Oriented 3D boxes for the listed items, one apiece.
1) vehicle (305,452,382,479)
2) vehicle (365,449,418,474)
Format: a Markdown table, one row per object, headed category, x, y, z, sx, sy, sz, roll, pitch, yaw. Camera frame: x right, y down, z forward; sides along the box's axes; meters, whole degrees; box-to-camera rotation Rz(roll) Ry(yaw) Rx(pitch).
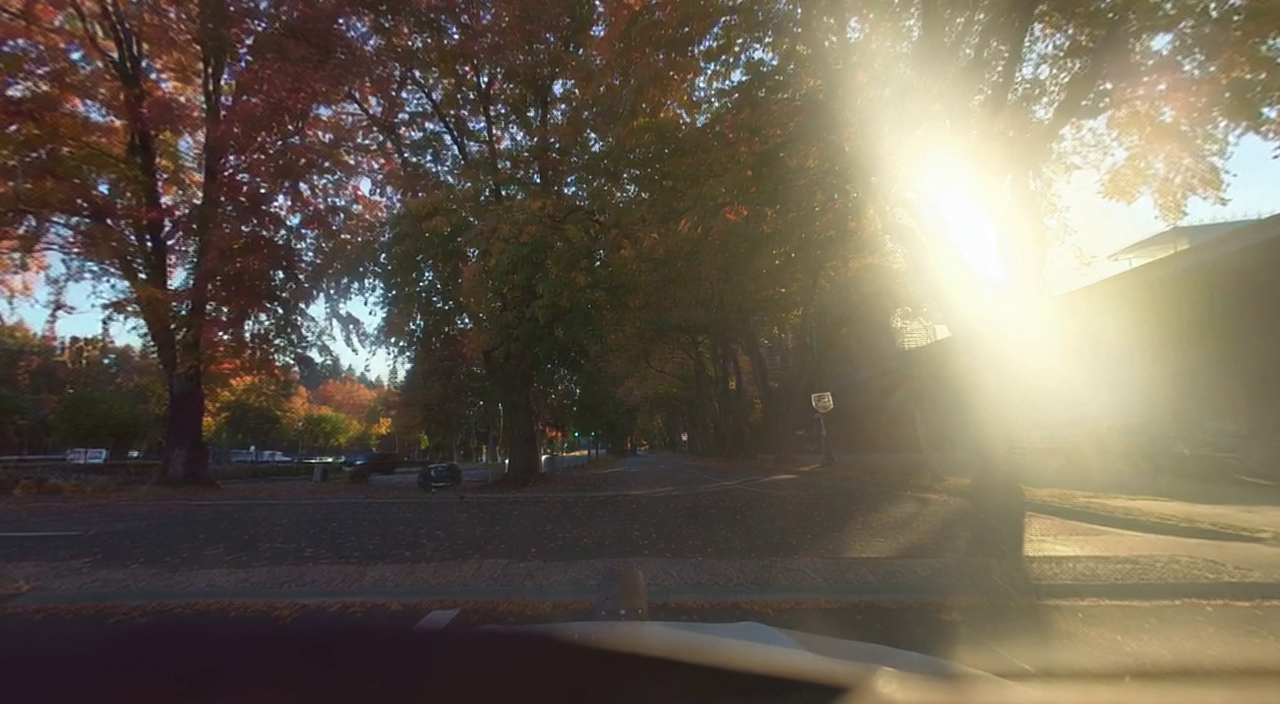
| category | x | y | z | sx | sy | sz | roll | pitch | yaw |
| --- | --- | --- | --- | --- | --- | --- | --- | --- | --- |
| vehicle | -19.589 | 7.460 | 41.782 | 1.907 | 1.644 | 4.410 | -3 | -9 | 21 |
| vehicle | -18.017 | 7.902 | 45.780 | 1.902 | 1.720 | 3.248 | -3 | -9 | 18 |
